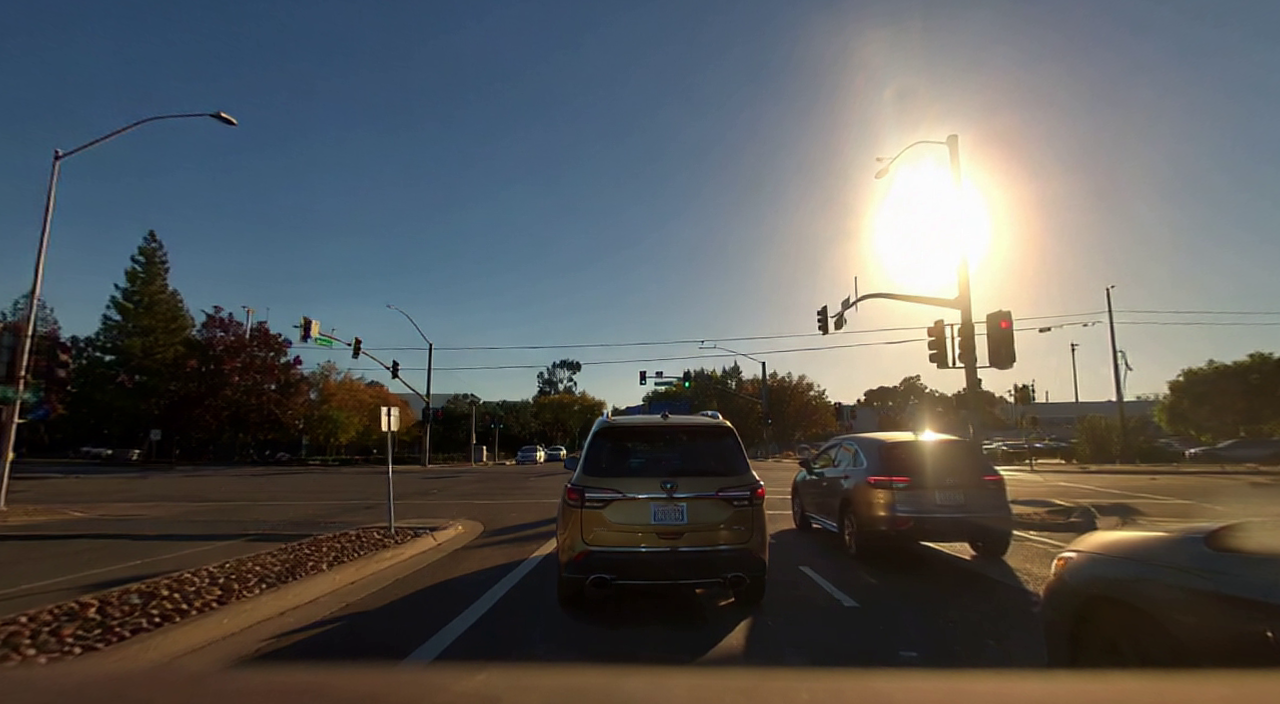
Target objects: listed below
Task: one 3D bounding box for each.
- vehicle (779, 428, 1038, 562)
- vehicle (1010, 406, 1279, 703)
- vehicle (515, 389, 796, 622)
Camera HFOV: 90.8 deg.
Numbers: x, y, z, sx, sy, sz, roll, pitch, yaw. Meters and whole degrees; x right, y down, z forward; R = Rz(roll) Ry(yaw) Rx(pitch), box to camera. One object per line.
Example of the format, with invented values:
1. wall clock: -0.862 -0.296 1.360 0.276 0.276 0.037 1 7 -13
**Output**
1. vehicle: 3.514 1.928 9.318 1.861 1.495 4.215 0 -8 -2
2. vehicle: 3.152 0.823 1.470 1.924 1.466 4.461 0 -8 1
3. vehicle: 0.116 1.520 7.209 2.170 1.793 4.468 0 -8 0
